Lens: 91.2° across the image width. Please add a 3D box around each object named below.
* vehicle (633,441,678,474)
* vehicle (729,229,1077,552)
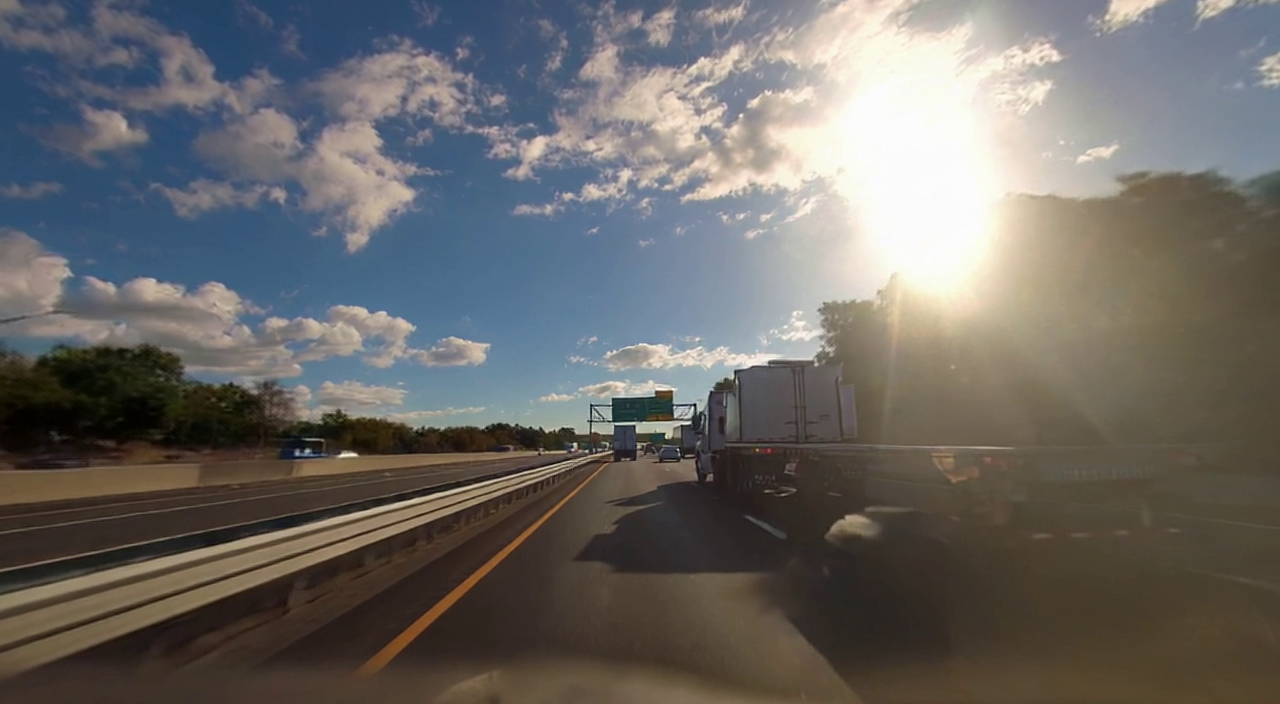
[{"bbox_3d":[0.883,5.608,33.455,2.127,1.642,3.899,-1,-9,5],"label":"vehicle"},{"bbox_3d":[3.849,1.054,12.128,2.816,4.086,8.486,0,-9,-1],"label":"vehicle"}]
